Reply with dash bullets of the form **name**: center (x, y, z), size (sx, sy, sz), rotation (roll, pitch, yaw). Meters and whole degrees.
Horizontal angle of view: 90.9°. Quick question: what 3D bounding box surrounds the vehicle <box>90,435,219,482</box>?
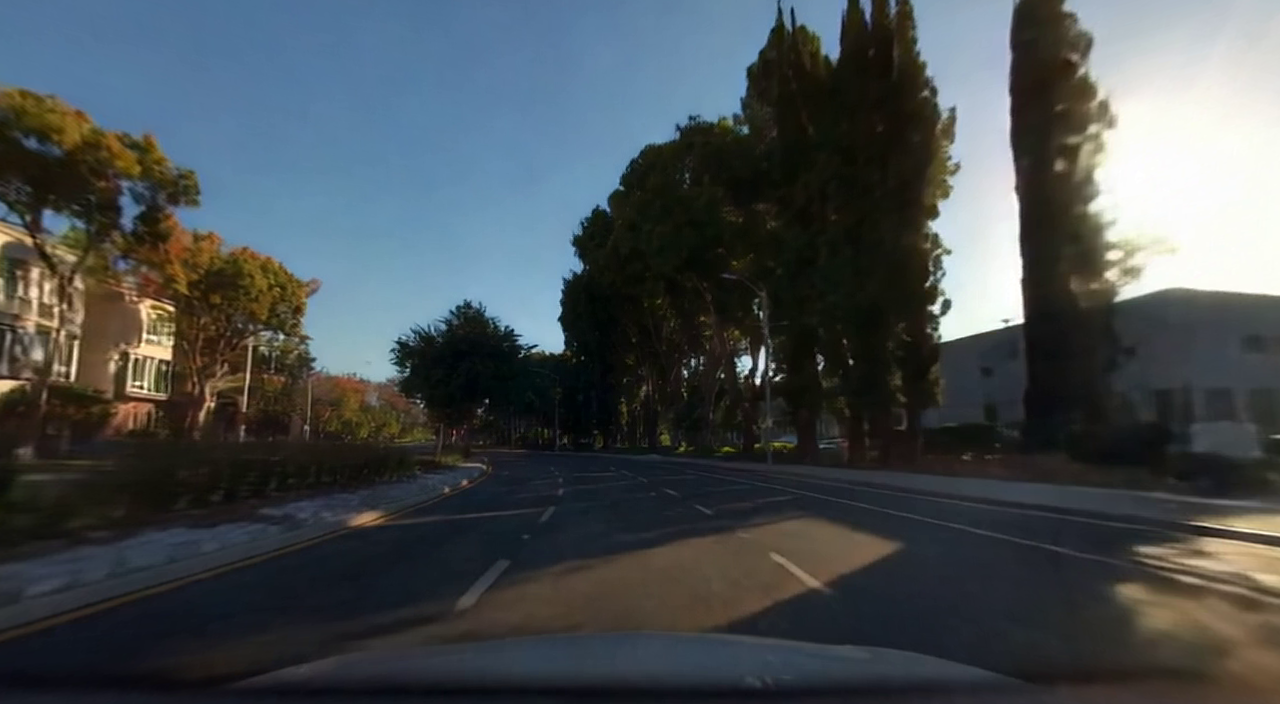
- **vehicle**: center (-20.155, 4.436, 26.500), size (2.089, 1.770, 4.848), rotation (1, -9, -8)
